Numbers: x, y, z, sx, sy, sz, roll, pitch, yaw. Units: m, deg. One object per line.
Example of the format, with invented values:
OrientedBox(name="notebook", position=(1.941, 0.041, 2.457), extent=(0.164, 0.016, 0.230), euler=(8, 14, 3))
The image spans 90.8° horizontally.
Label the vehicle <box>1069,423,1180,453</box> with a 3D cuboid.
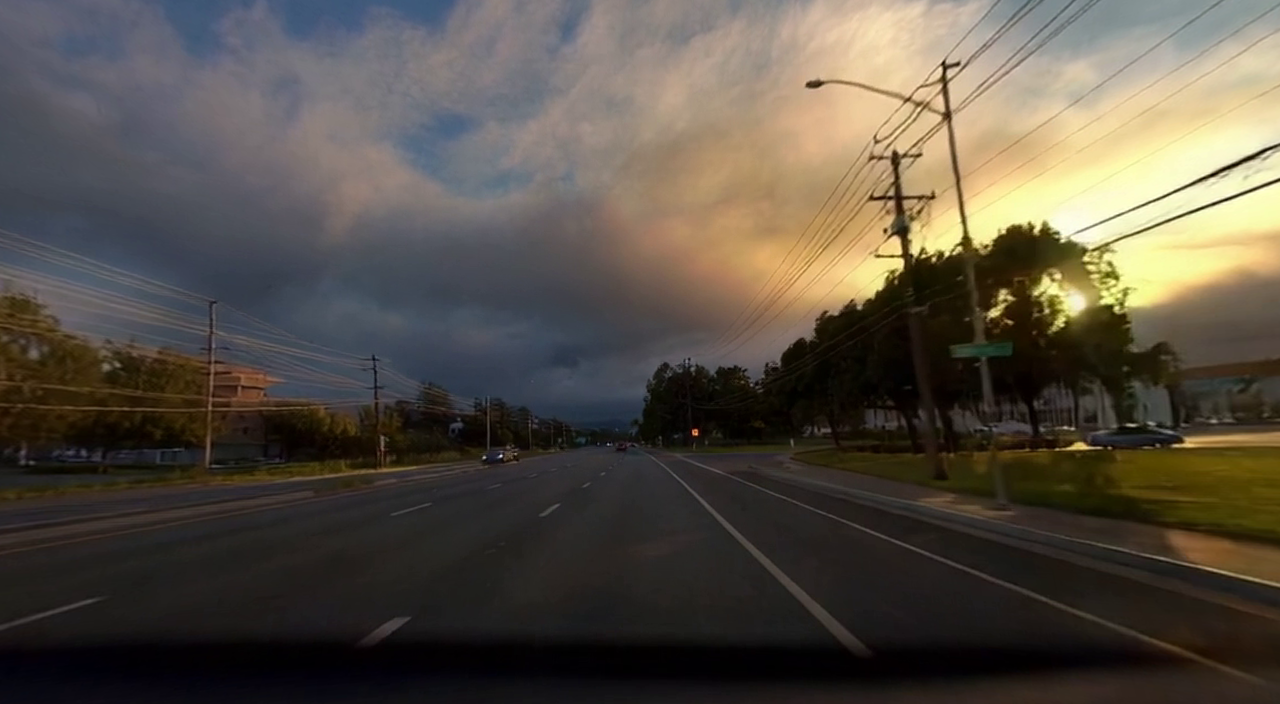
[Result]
OrientedBox(name="vehicle", position=(25.413, 4.590, 33.412), extent=(1.996, 1.442, 4.785), euler=(0, -8, -2))
